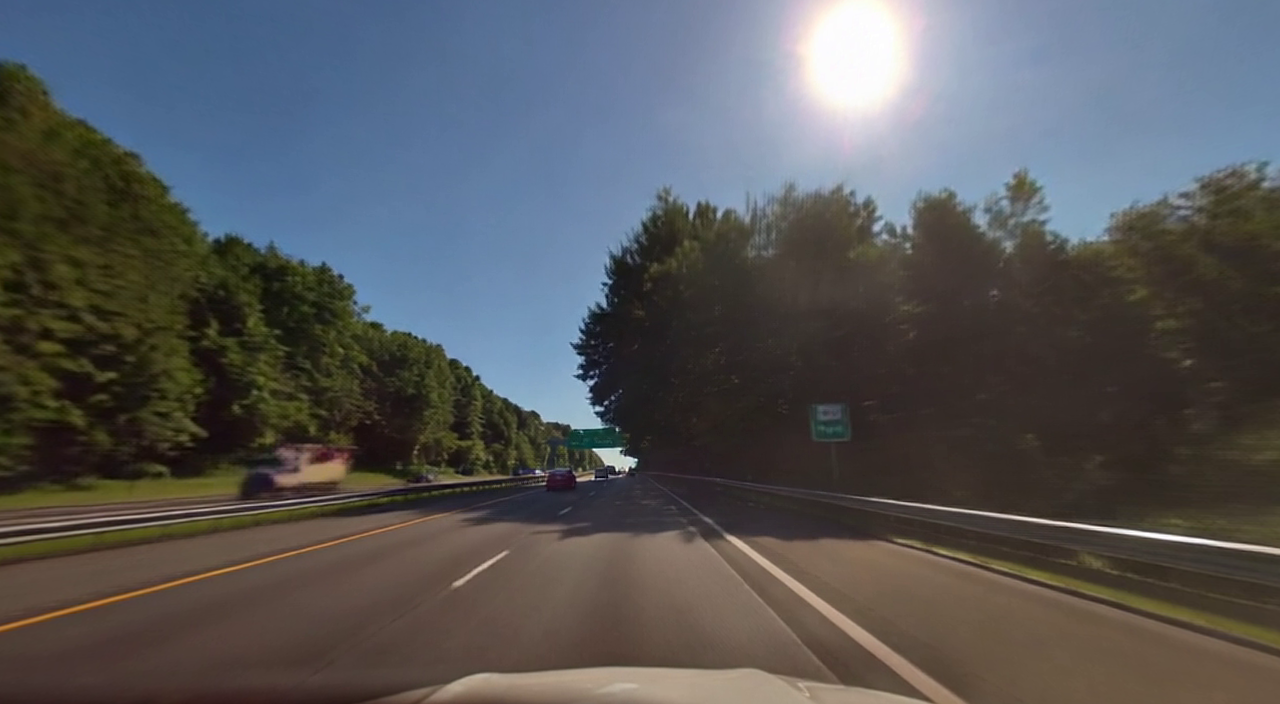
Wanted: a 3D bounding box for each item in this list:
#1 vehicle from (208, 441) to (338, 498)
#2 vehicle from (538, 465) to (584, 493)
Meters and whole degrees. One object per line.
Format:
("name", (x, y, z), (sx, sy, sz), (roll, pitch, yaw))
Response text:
("vehicle", (-17.147, 5.586, 30.023), (2.362, 2.411, 6.145), (1, -10, 1))
("vehicle", (-4.353, 7.102, 35.418), (1.995, 1.467, 4.467), (1, -10, 0))
